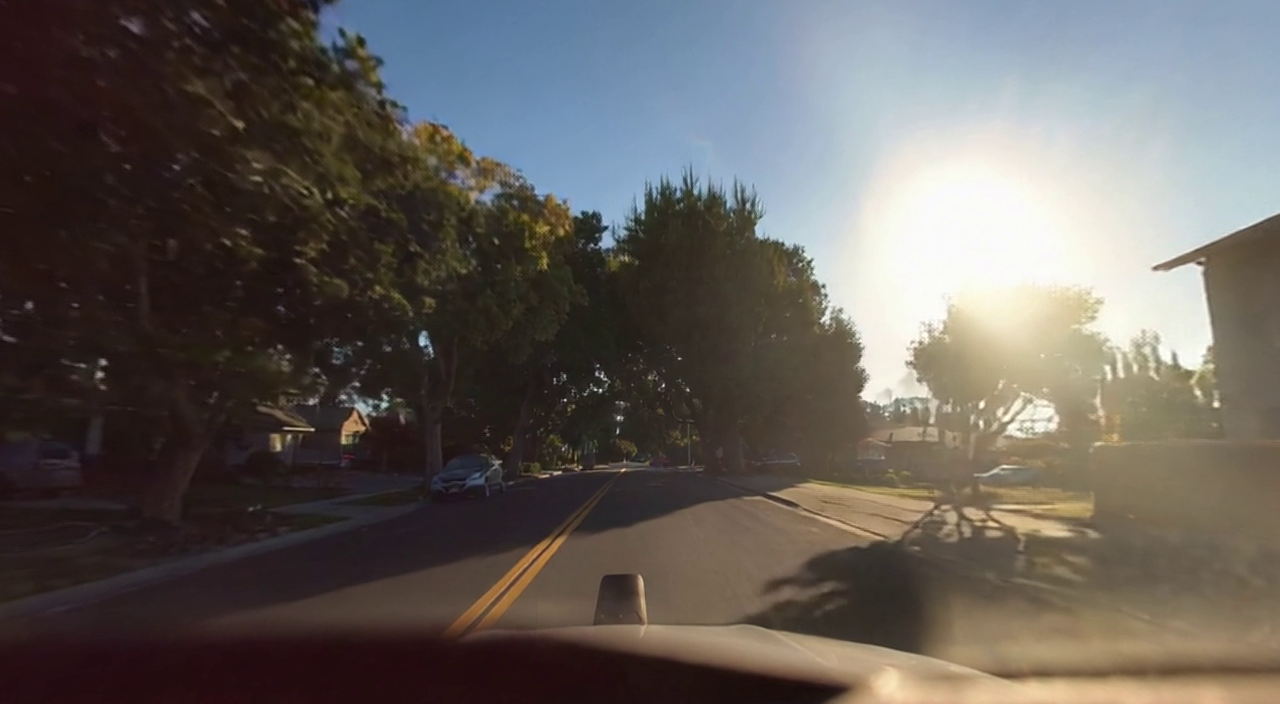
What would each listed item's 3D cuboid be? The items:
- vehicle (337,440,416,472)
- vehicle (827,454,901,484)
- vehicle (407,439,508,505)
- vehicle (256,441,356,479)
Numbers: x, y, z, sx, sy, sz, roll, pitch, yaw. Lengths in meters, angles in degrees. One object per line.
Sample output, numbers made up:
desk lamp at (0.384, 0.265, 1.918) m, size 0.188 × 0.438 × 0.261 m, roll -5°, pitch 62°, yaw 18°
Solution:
vehicle at (-17.460, 6.895, 41.775) m, size 4.918 × 1.918 × 2.002 m, roll -7°, pitch -11°, yaw 25°
vehicle at (14.591, 7.547, 41.105) m, size 4.231 × 1.493 × 1.941 m, roll 0°, pitch -8°, yaw 32°
vehicle at (-5.856, 4.022, 20.819) m, size 1.924 × 1.765 × 4.542 m, roll -5°, pitch -13°, yaw 0°
vehicle at (-17.091, 5.528, 32.309) m, size 4.742 × 1.495 × 1.963 m, roll -9°, pitch -11°, yaw 23°
